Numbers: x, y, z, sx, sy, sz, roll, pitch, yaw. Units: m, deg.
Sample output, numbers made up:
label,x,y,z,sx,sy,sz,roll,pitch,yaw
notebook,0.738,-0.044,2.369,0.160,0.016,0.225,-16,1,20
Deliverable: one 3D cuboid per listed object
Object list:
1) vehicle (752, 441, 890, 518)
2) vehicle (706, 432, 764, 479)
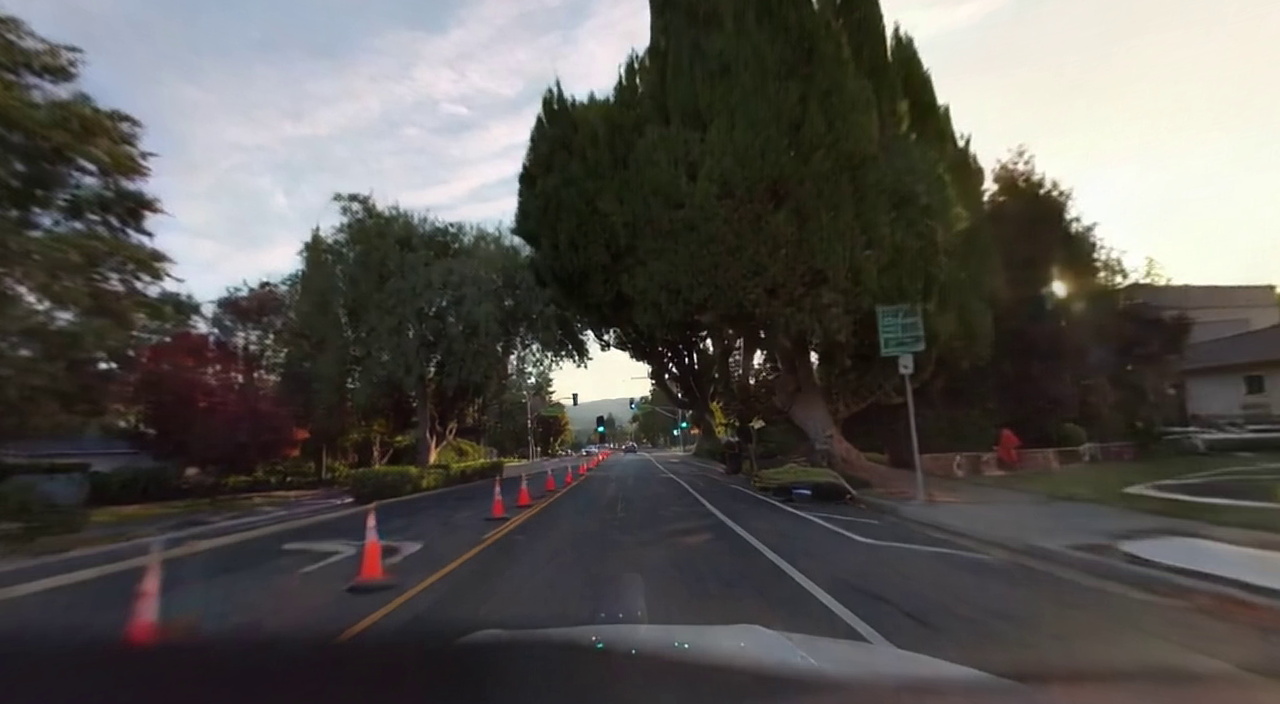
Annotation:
label,x,y,z,sx,sy,sz,roll,pitch,yaw
vehicle,3.841,2.775,14.329,1.870,1.441,4.539,-1,-9,1
vehicle,4.113,4.557,27.995,2.241,1.935,3.270,-1,-9,4
